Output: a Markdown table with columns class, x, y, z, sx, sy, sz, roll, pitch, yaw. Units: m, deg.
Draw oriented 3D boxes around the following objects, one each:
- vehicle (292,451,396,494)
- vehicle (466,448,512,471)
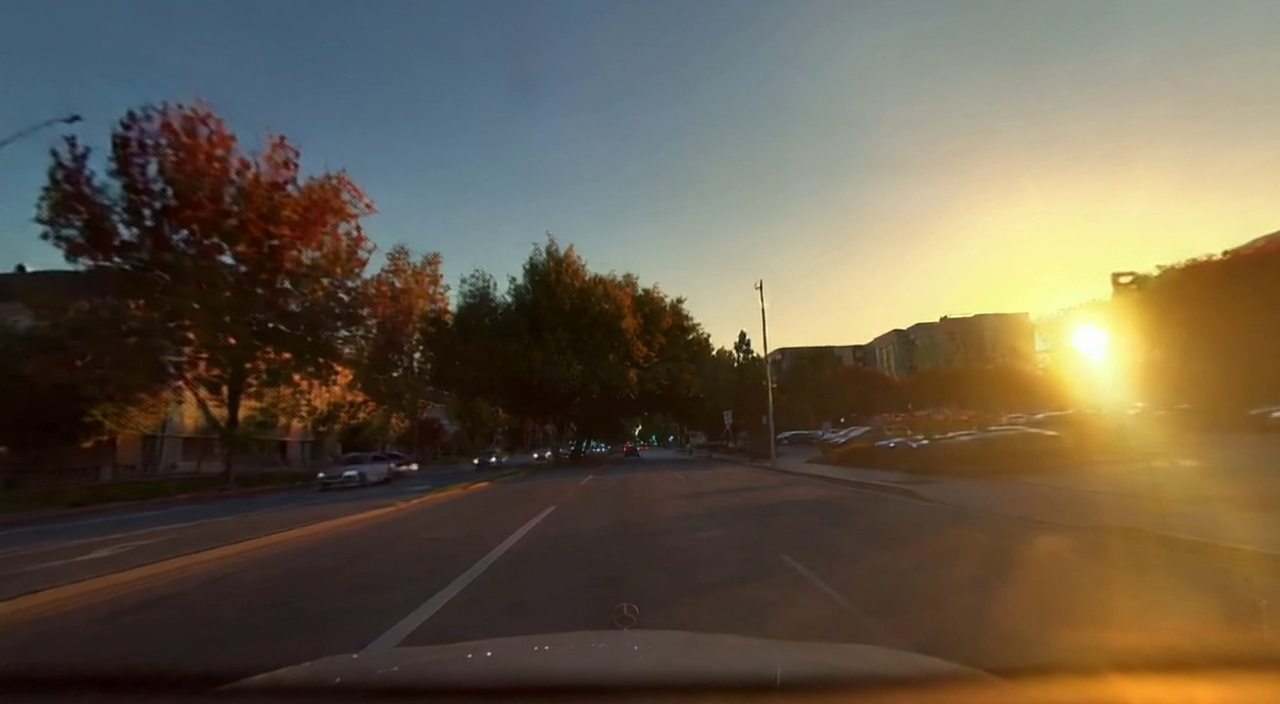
| class | x | y | z | sx | sy | sz | roll | pitch | yaw |
| --- | --- | --- | --- | --- | --- | --- | --- | --- | --- |
| vehicle | -11.790 | 4.803 | 25.551 | 1.945 | 1.492 | 4.672 | 0 | -9 | 0 |
| vehicle | -10.578 | 7.543 | 44.608 | 2.020 | 1.490 | 4.657 | -1 | -9 | 2 |
